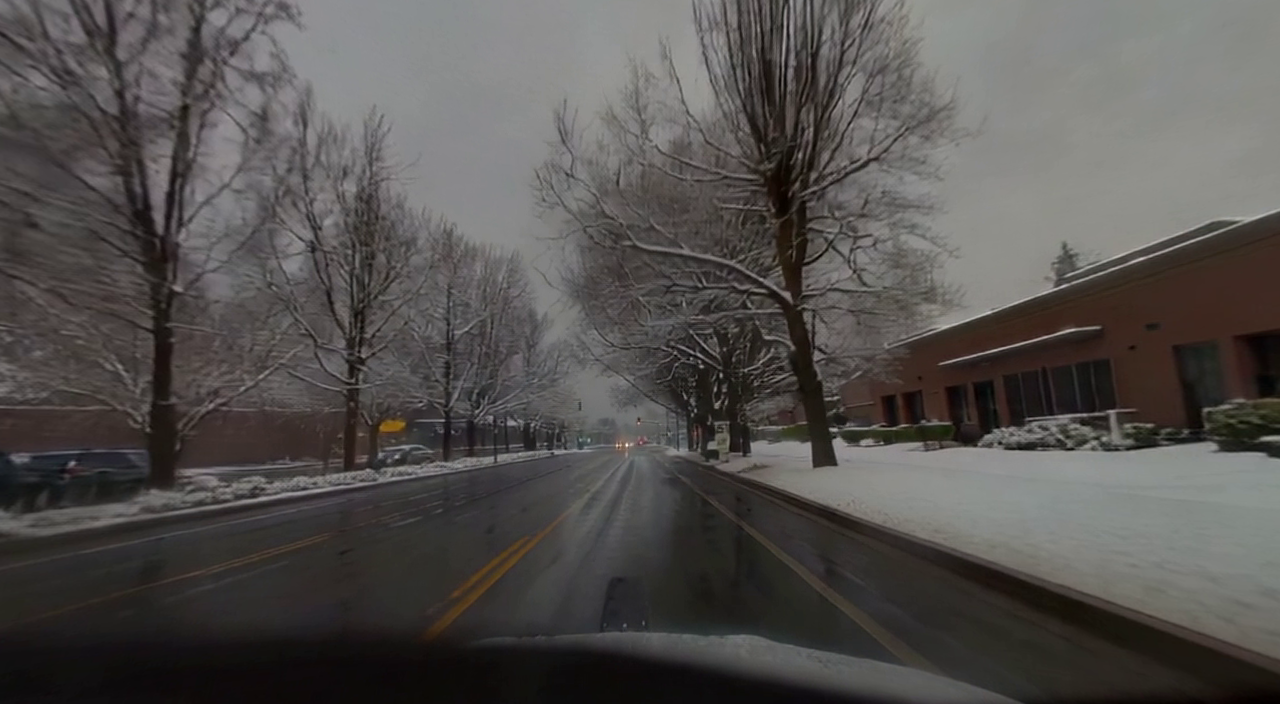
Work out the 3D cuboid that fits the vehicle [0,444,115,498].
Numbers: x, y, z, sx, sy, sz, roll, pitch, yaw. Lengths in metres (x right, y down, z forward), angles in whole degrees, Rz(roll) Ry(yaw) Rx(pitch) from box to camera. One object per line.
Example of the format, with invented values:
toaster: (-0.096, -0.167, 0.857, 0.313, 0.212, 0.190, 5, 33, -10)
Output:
vehicle: (-19.435, 3.637, 19.451, 4.606, 1.544, 1.965, 0, -8, -1)
